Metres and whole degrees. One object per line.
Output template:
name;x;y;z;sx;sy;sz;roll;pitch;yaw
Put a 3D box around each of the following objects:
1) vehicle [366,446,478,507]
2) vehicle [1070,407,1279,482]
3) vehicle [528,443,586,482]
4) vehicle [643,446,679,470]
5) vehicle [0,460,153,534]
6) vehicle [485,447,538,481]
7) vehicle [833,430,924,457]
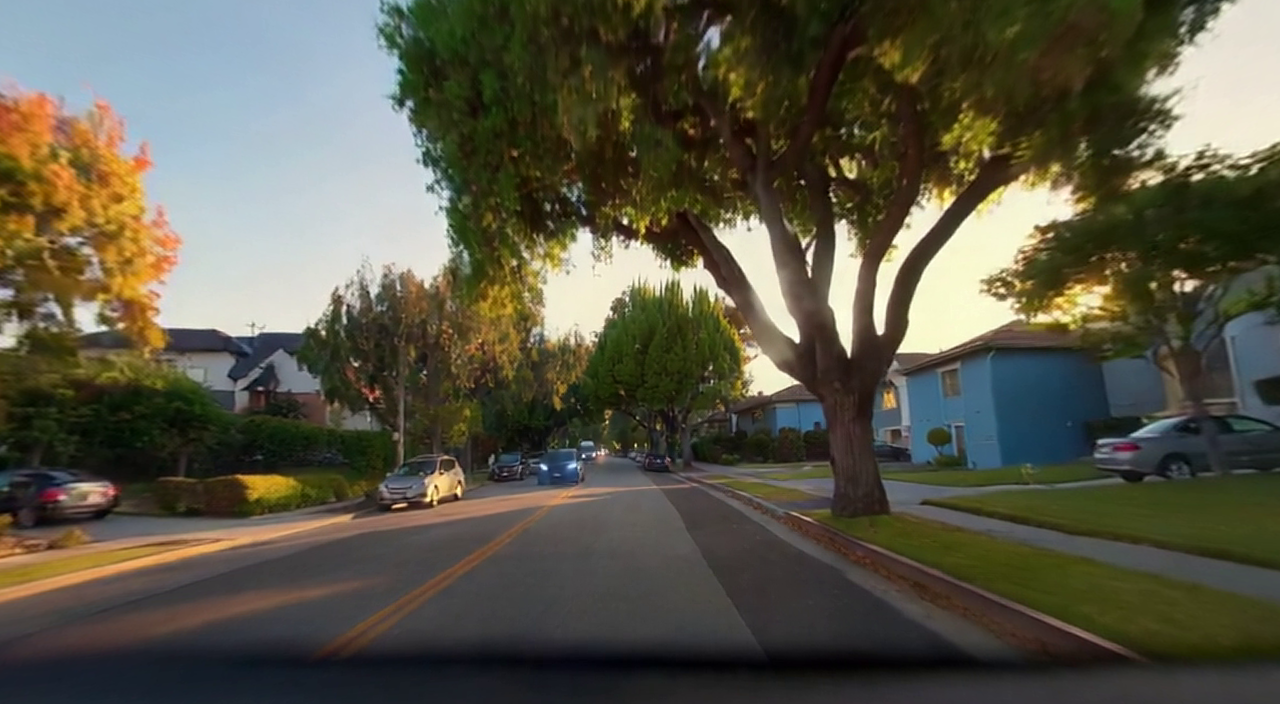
vehicle;-6.635;3.803;19.754;2.031;1.662;4.194;0;-9;-1
vehicle;12.342;2.023;13.743;4.389;1.480;2.038;-2;-9;10
vehicle;-3.818;5.182;29.868;2.106;1.688;4.392;0;-9;0
vehicle;1.374;7.199;42.967;1.996;1.516;4.122;1;-9;-5
vehicle;-13.938;3.222;14.378;4.487;1.464;1.889;-2;-9;11
vehicle;-6.841;5.991;34.101;2.033;1.721;4.328;0;-9;-1
vehicle;13.049;5.073;34.820;4.370;1.433;1.889;-2;-9;12
